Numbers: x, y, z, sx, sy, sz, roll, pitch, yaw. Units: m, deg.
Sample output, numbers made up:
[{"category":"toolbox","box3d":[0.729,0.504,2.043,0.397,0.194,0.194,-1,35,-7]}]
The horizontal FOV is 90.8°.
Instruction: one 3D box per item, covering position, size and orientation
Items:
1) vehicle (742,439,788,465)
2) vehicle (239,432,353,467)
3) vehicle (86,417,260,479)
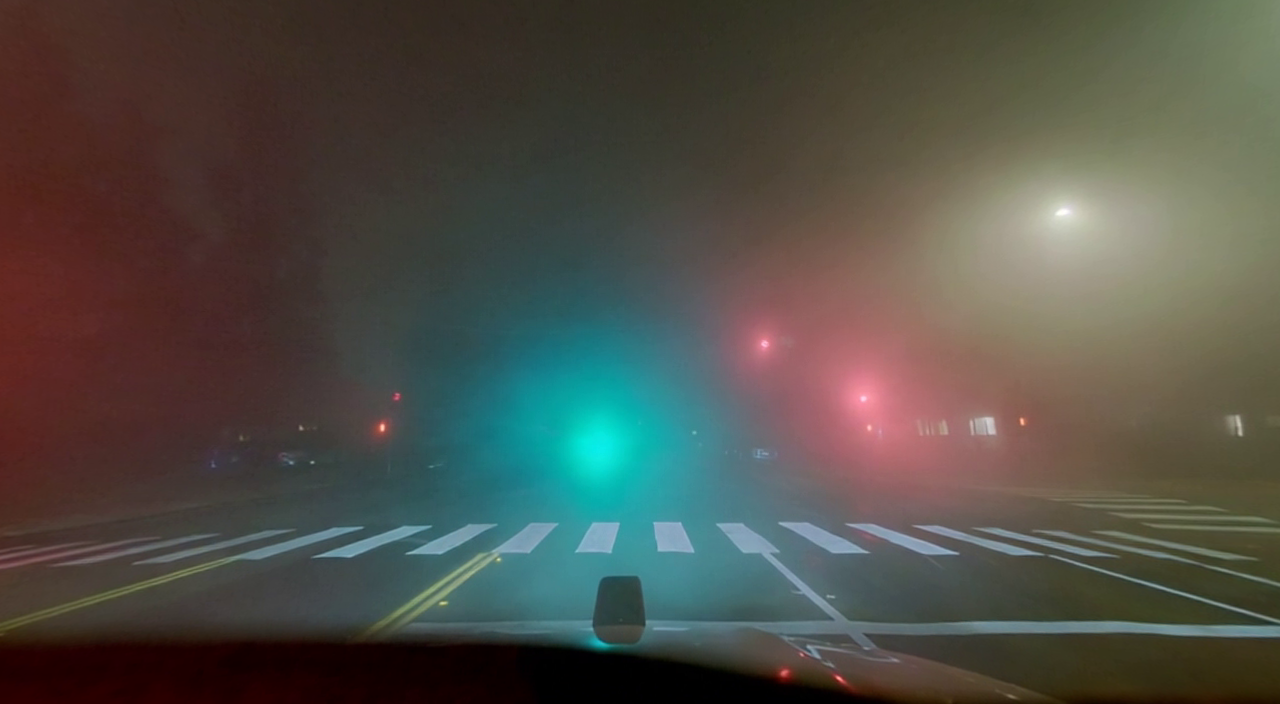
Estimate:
[{"category":"vehicle","box3d":[7.996,6.440,40.874,2.029,1.554,4.705,0,-9,1]},{"category":"vehicle","box3d":[-17.957,5.121,33.146,4.743,1.734,1.994,0,-9,0]},{"category":"vehicle","box3d":[-17.929,3.729,24.493,4.800,2.259,2.303,0,-9,-1]}]
